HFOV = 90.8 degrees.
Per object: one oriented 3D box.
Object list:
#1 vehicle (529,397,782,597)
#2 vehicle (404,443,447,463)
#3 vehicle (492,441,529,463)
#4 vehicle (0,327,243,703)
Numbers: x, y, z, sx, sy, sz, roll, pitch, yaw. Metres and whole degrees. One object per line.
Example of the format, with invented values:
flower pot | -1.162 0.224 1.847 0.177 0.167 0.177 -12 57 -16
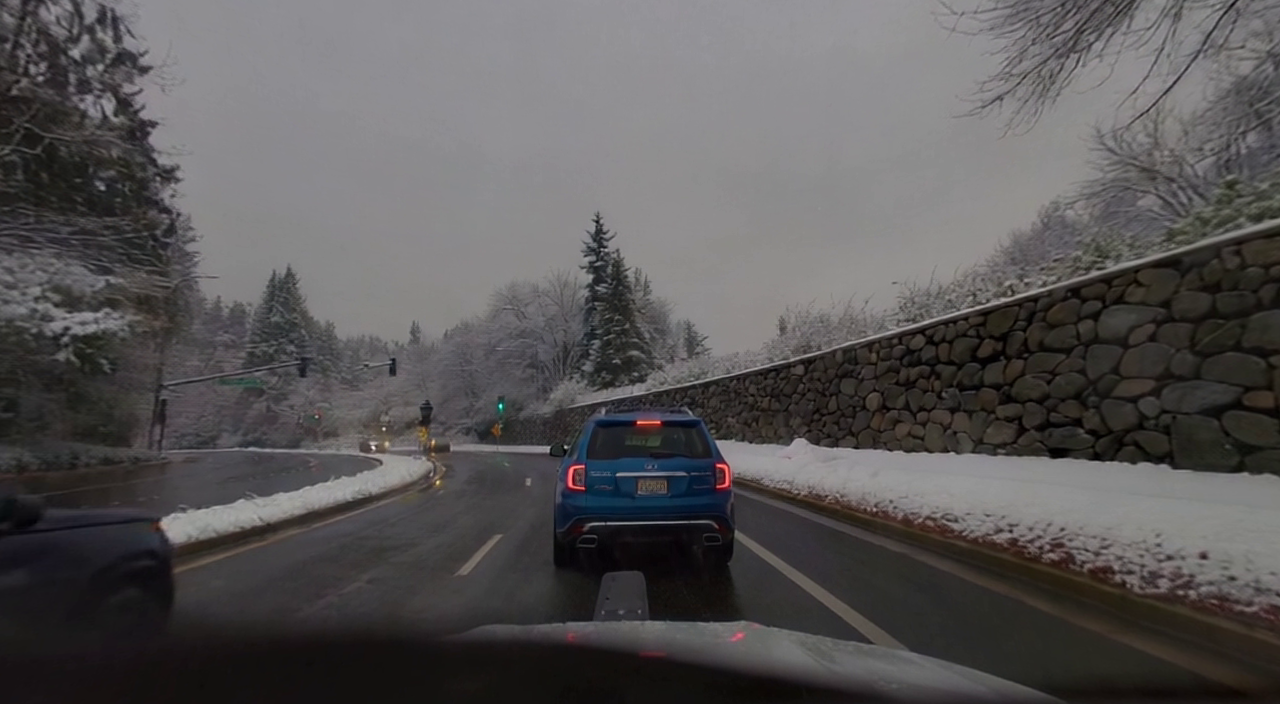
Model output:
vehicle | -0.026 1.611 7.908 2.287 1.762 4.269 1 -8 -5
vehicle | -16.987 7.981 49.918 2.023 1.474 4.286 6 -10 -34
vehicle | -9.406 7.213 45.580 1.837 1.483 4.559 3 -9 -21
vehicle | -3.286 0.656 1.355 2.205 1.716 4.448 1 -8 -4
